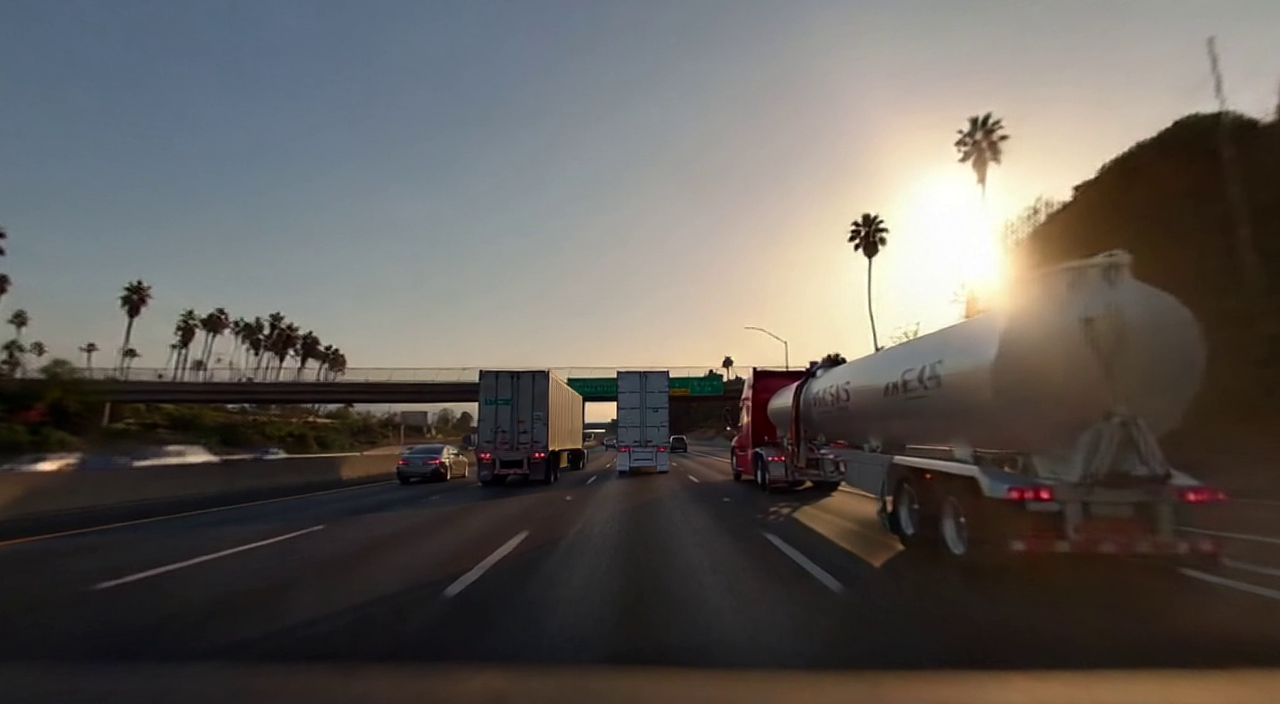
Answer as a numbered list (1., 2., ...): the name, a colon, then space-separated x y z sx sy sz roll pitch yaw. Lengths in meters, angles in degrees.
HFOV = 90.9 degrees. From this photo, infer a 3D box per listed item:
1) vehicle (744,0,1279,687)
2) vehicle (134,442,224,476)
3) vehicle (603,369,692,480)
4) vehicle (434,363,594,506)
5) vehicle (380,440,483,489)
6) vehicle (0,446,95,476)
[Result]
1. vehicle: 4.414 0.793 10.926 2.887 4.178 14.553 0 -8 1
2. vehicle: -20.443 4.726 28.127 1.442 1.379 3.278 0 -8 1
3. vehicle: 0.326 3.871 31.066 3.097 3.856 18.209 0 -9 0
4. vehicle: -3.270 2.653 19.939 2.786 3.228 11.082 0 -8 0
5. vehicle: -6.816 3.706 21.202 1.916 1.465 4.451 0 -8 0
6. vehicle: -41.625 7.450 43.450 2.377 1.809 6.207 -1 -8 3
